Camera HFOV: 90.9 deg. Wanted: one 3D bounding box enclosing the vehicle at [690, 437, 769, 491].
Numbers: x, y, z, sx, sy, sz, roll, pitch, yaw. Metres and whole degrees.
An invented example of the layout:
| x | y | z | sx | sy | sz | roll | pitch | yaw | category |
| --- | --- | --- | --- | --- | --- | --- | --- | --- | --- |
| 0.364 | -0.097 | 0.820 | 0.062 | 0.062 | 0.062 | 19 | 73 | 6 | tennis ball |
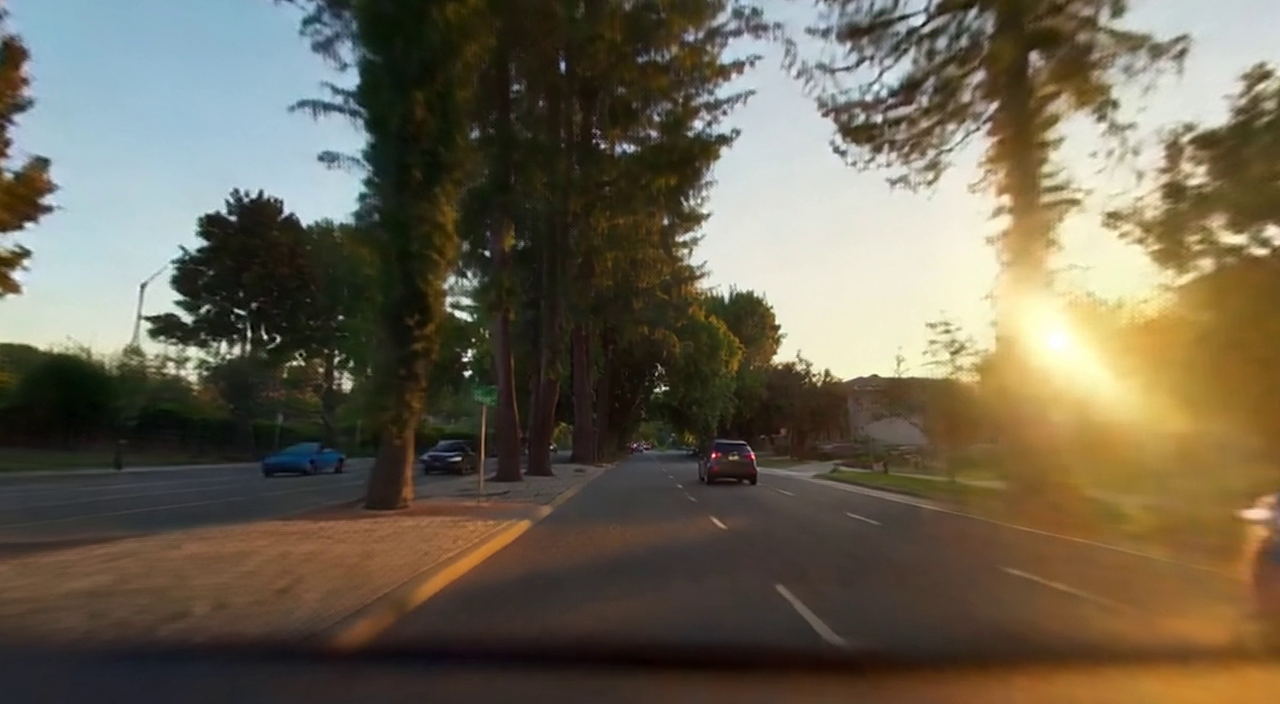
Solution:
| x | y | z | sx | sy | sz | roll | pitch | yaw | category |
| --- | --- | --- | --- | --- | --- | --- | --- | --- | --- |
| 3.037 | 3.912 | 22.453 | 2.108 | 1.712 | 4.616 | 0 | -8 | -1 | vehicle |

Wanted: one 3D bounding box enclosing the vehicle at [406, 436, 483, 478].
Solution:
| x | y | z | sx | sy | sz | roll | pitch | yaw | category |
| --- | --- | --- | --- | --- | --- | --- | --- | --- | --- |
| -8.569 | 4.629 | 28.046 | 2.070 | 1.703 | 4.301 | 0 | -8 | 0 | vehicle |

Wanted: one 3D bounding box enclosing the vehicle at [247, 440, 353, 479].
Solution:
| x | y | z | sx | sy | sz | roll | pitch | yaw | category |
| --- | --- | --- | --- | --- | --- | --- | --- | --- | --- |
| -14.408 | 4.558 | 27.022 | 2.094 | 1.504 | 4.283 | 0 | -8 | 1 | vehicle |
